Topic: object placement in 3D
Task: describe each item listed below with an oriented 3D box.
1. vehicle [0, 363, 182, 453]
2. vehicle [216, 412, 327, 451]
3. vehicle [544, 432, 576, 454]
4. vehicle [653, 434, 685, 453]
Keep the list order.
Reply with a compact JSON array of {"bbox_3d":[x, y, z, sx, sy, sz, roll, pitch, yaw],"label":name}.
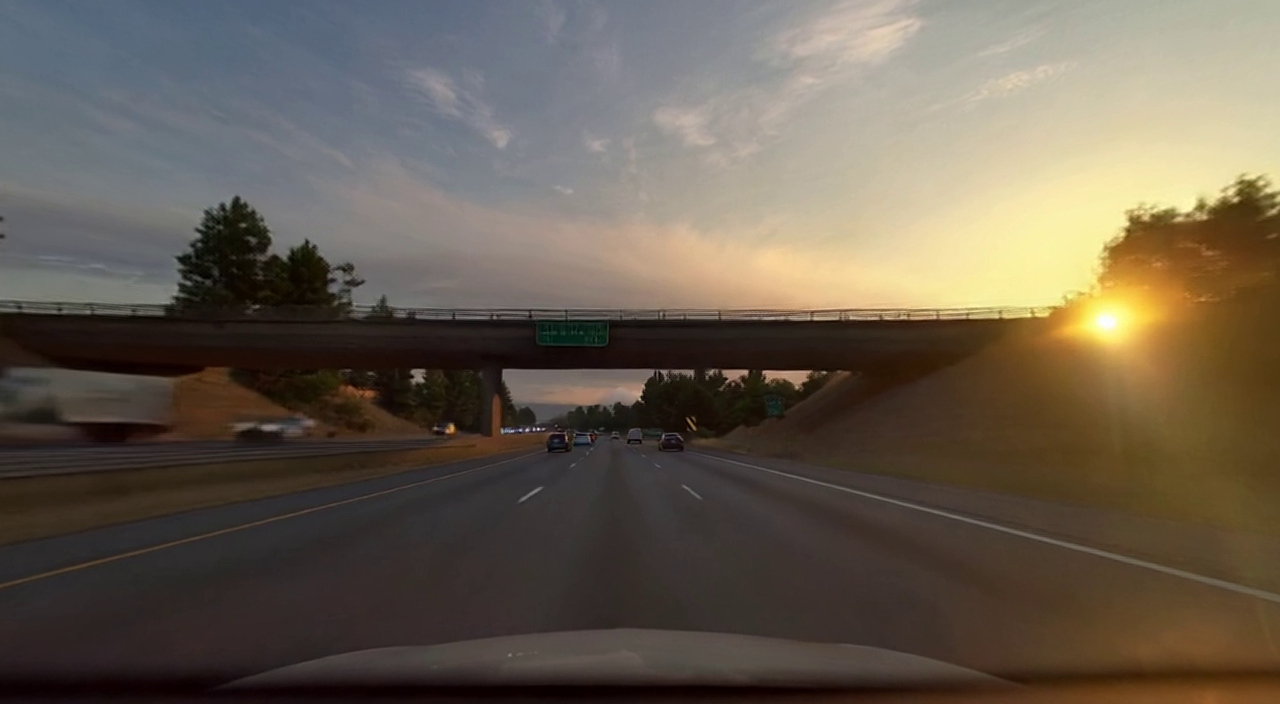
[{"bbox_3d":[-21.957,2.315,24.277,2.834,2.938,7.747,0,-8,-2],"label":"vehicle"},{"bbox_3d":[-14.365,3.155,24.776,2.138,1.412,3.720,0,-8,-1],"label":"vehicle"},{"bbox_3d":[-5.700,6.554,45.409,1.966,1.460,3.519,0,-8,-2],"label":"vehicle"},{"bbox_3d":[2.120,6.820,46.975,1.999,1.329,3.913,1,-8,-3],"label":"vehicle"}]
